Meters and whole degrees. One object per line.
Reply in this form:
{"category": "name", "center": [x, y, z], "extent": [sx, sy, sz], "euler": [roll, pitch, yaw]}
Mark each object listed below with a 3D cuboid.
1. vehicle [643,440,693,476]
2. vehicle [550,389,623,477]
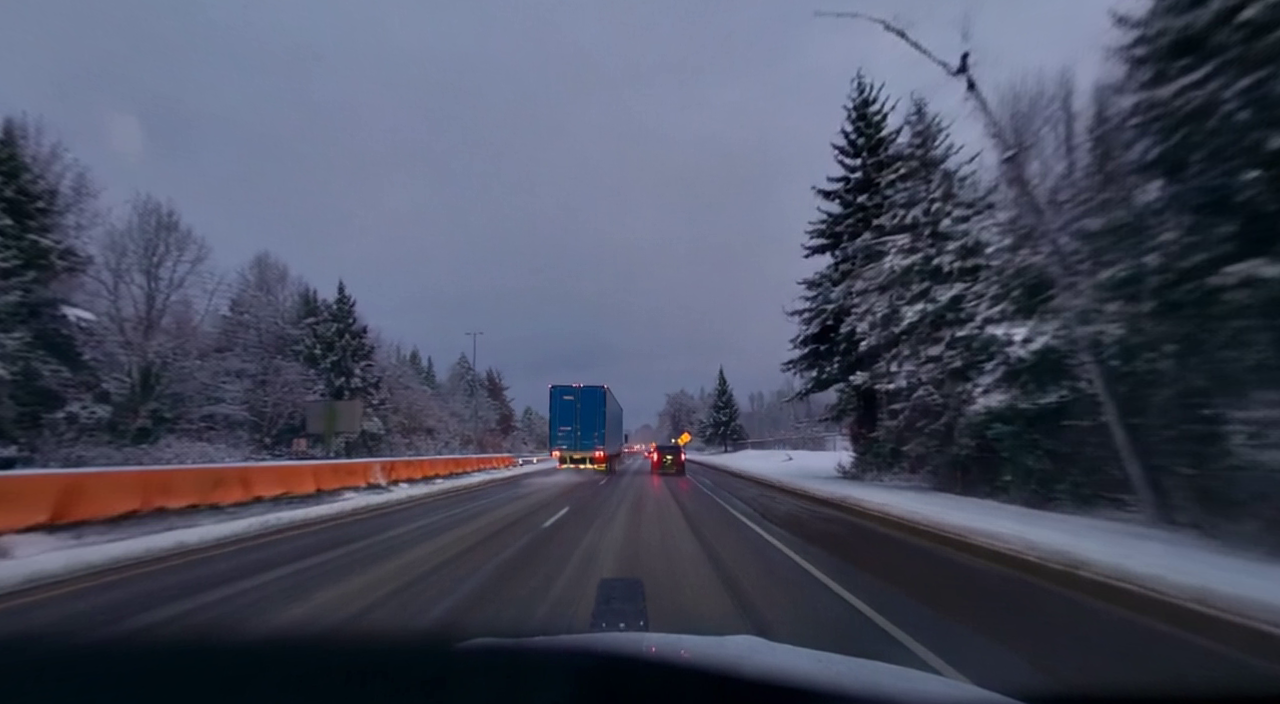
{"category": "vehicle", "center": [1.343, 5.342, 31.986], "extent": [2.304, 1.675, 4.462], "euler": [0, -8, 0]}
{"category": "vehicle", "center": [-2.729, 4.922, 37.495], "extent": [2.906, 4.115, 15.715], "euler": [0, -8, 0]}
